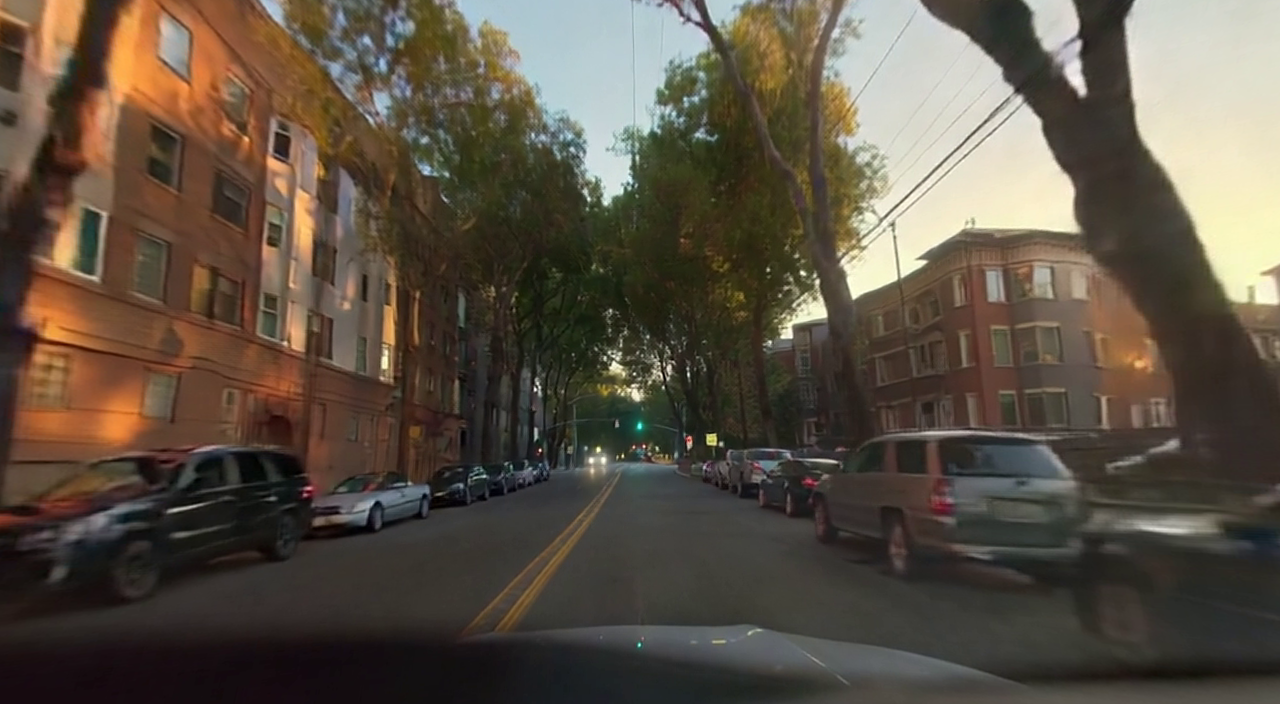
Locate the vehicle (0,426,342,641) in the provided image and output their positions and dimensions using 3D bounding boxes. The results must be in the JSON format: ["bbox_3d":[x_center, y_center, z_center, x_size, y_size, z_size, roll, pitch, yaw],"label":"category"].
[{"bbox_3d":[-6.096,2.009,8.025,2.175,1.849,4.725,-4,-9,3],"label":"vehicle"}]

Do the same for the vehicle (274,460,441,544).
[{"bbox_3d":[-6.054,3.224,14.196,1.765,1.426,4.349,-4,-9,0],"label":"vehicle"}]

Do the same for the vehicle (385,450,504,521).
[{"bbox_3d":[-5.987,4.108,19.993,2.077,1.756,4.665,-7,-9,1],"label":"vehicle"}]

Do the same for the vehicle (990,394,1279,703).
[{"bbox_3d":[3.856,1.026,2.879,1.924,1.657,4.665,-1,-9,2],"label":"vehicle"}]
